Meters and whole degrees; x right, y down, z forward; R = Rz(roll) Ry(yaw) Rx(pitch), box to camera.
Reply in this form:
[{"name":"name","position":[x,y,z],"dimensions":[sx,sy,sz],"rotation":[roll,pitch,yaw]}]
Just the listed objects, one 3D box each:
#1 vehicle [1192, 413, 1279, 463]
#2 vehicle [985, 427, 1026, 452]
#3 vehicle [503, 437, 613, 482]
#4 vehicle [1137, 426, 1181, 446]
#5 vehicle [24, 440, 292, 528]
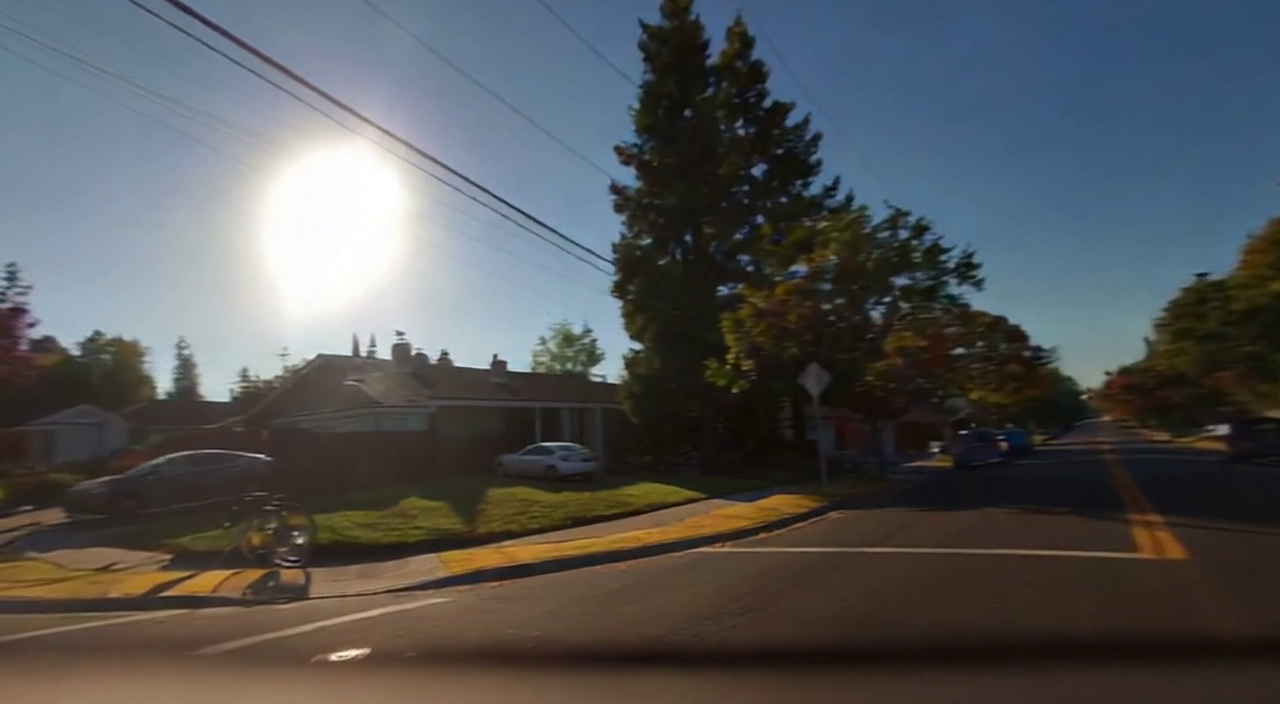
[{"name":"vehicle","position":[23.784,3.438,24.949],"dimensions":[2.085,1.792,4.176],"rotation":[-6,-10,34]},{"name":"vehicle","position":[28.262,6.746,48.414],"dimensions":[2.263,1.848,4.104],"rotation":[-6,-10,34]},{"name":"vehicle","position":[-2.996,4.121,23.652],"dimensions":[1.919,1.447,3.896],"rotation":[-9,-16,35]},{"name":"vehicle","position":[39.125,6.396,47.391],"dimensions":[1.961,1.437,4.032],"rotation":[-5,-10,32]},{"name":"vehicle","position":[-11.166,2.967,14.923],"dimensions":[1.984,1.620,4.595],"rotation":[-6,-9,36]}]
